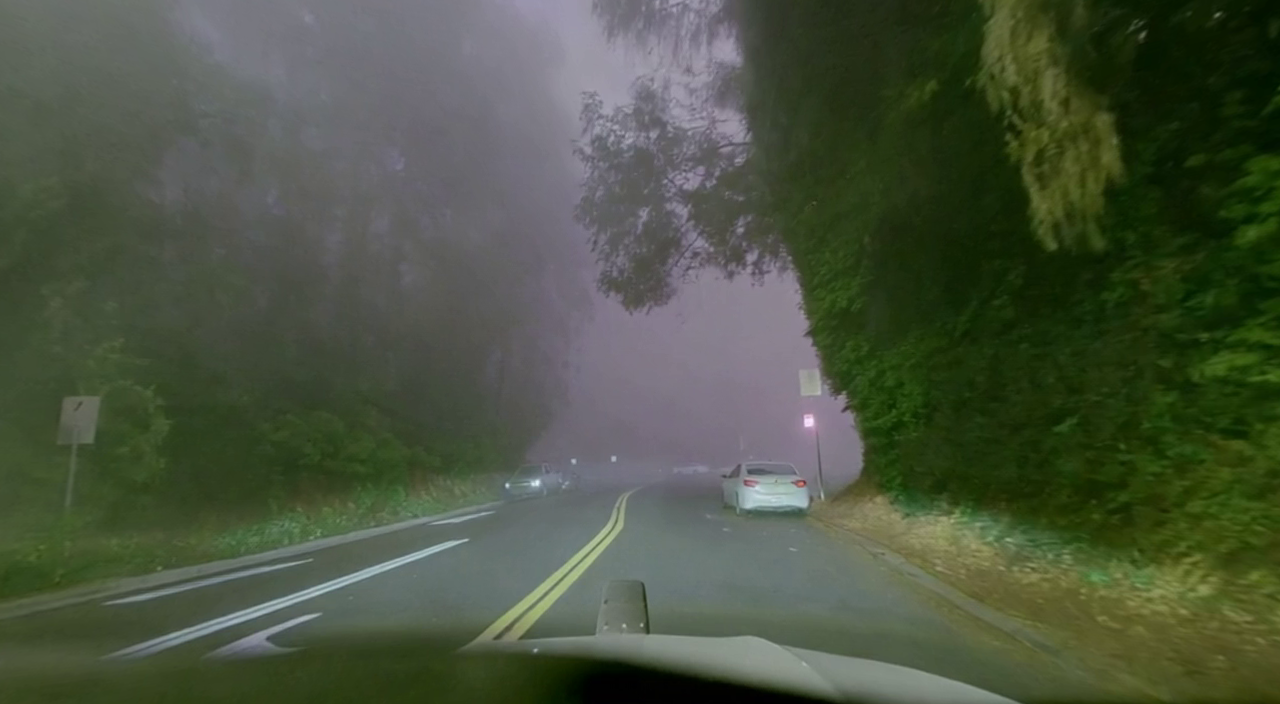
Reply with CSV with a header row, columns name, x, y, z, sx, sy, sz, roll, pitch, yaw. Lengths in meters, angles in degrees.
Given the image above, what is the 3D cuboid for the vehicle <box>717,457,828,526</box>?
name,x,y,z,sx,sy,sz,roll,pitch,yaw
vehicle,3.246,3.517,16.431,2.033,1.424,4.560,-1,-9,2

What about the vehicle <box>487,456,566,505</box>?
name,x,y,z,sx,sy,sz,roll,pitch,yaw
vehicle,-5.630,6.520,32.178,2.583,2.167,5.667,-3,-11,4
